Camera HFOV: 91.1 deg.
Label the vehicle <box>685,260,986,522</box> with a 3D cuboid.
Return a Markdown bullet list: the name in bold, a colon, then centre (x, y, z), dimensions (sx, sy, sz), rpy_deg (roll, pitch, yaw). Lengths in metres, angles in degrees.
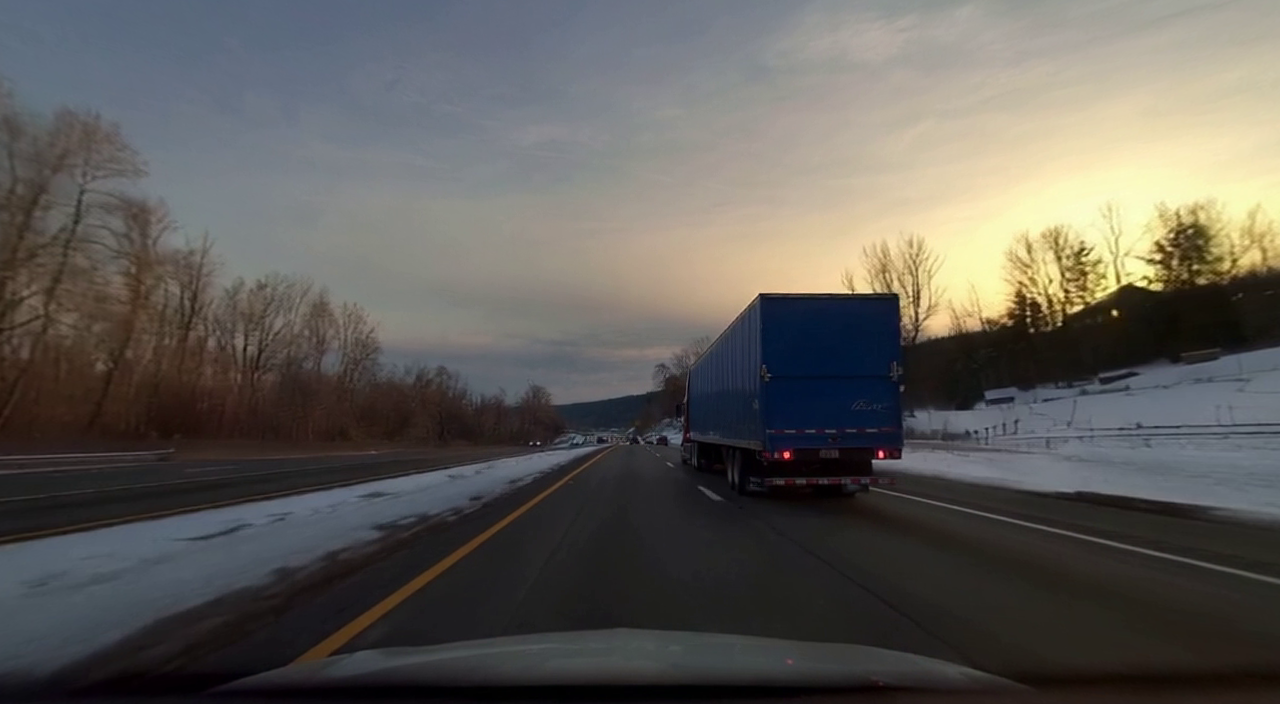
- **vehicle**: centre (3.736, 1.730, 18.741), dimensions (3.203, 4.273, 17.131), rpy_deg (0, -8, -1)
